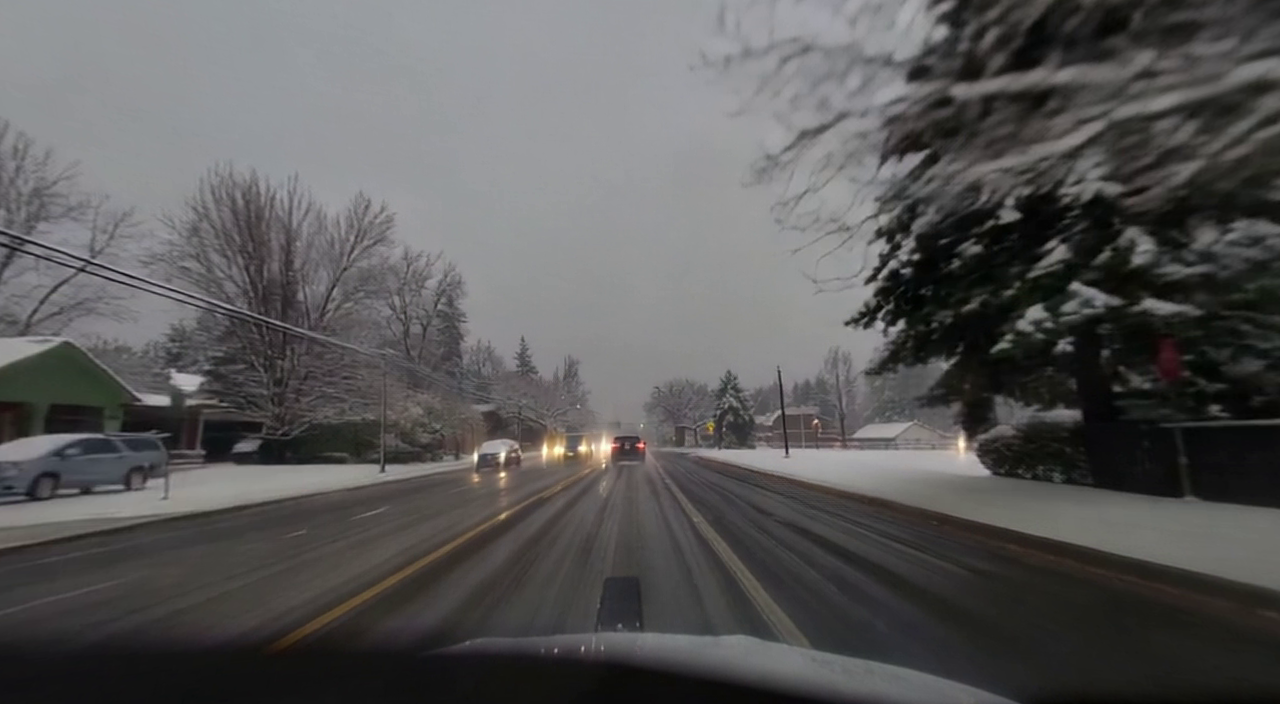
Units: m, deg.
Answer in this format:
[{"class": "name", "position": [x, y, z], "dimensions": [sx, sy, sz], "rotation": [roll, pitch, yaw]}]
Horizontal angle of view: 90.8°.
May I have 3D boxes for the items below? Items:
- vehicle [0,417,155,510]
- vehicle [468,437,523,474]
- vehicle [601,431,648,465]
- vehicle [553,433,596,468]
[{"class": "vehicle", "position": [-15.819, 2.865, 16.393], "dimensions": [2.385, 2.081, 5.237], "rotation": [0, -9, -2]}, {"class": "vehicle", "position": [-7.885, 5.695, 34.859], "dimensions": [1.978, 1.744, 4.301], "rotation": [-4, -9, 0]}, {"class": "vehicle", "position": [-0.840, 5.782, 38.095], "dimensions": [2.554, 1.902, 5.329], "rotation": [0, -9, 1]}, {"class": "vehicle", "position": [-3.847, 5.875, 37.707], "dimensions": [1.991, 1.794, 4.572], "rotation": [-3, -9, 0]}]
